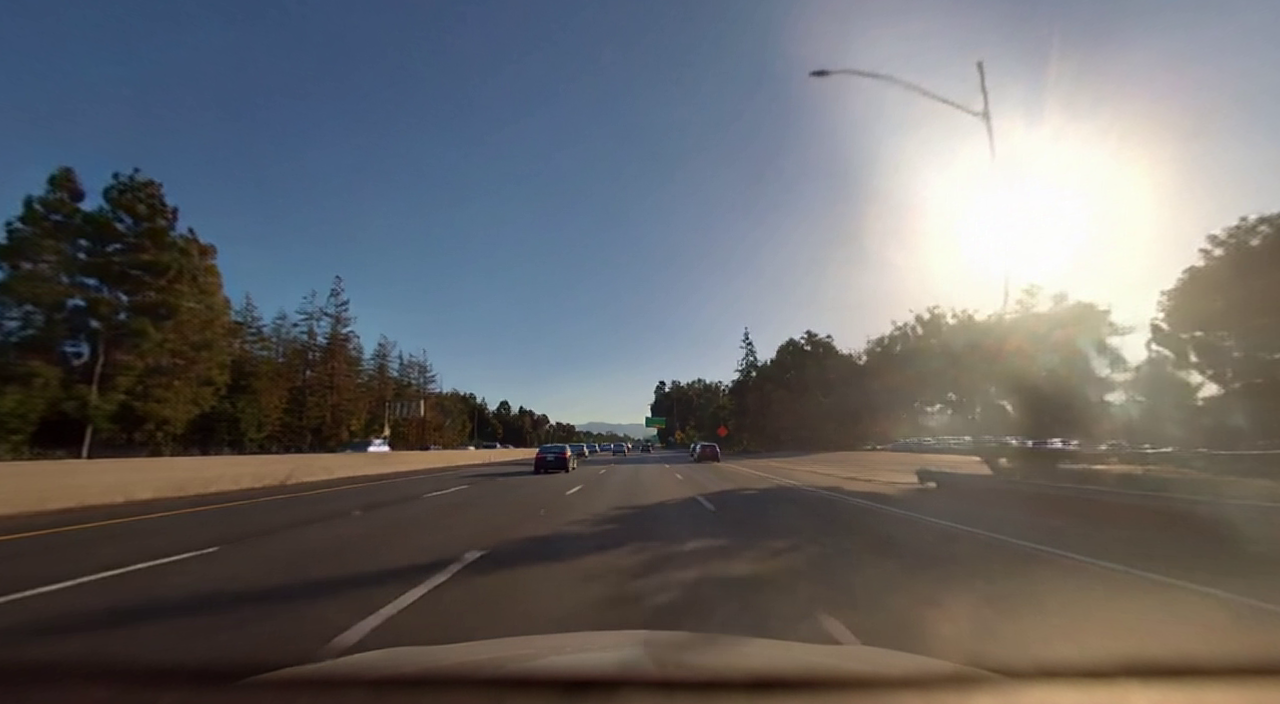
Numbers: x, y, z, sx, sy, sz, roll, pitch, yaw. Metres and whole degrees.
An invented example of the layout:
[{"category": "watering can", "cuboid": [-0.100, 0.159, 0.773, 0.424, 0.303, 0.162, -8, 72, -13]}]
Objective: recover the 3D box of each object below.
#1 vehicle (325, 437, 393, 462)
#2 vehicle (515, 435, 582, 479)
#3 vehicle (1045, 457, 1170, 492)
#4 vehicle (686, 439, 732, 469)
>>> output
[{"category": "vehicle", "cuboid": [-20.680, 7.215, 46.693, 2.244, 1.684, 5.795, 0, -8, 1]}, {"category": "vehicle", "cuboid": [-3.875, 4.532, 27.542, 2.196, 1.733, 4.355, 0, -8, 1]}, {"category": "vehicle", "cuboid": [21.706, 5.648, 29.323, 4.578, 1.468, 2.021, 2, -9, -12]}, {"category": "vehicle", "cuboid": [4.065, 6.117, 38.006, 2.229, 1.704, 4.392, 0, -8, 0]}]
